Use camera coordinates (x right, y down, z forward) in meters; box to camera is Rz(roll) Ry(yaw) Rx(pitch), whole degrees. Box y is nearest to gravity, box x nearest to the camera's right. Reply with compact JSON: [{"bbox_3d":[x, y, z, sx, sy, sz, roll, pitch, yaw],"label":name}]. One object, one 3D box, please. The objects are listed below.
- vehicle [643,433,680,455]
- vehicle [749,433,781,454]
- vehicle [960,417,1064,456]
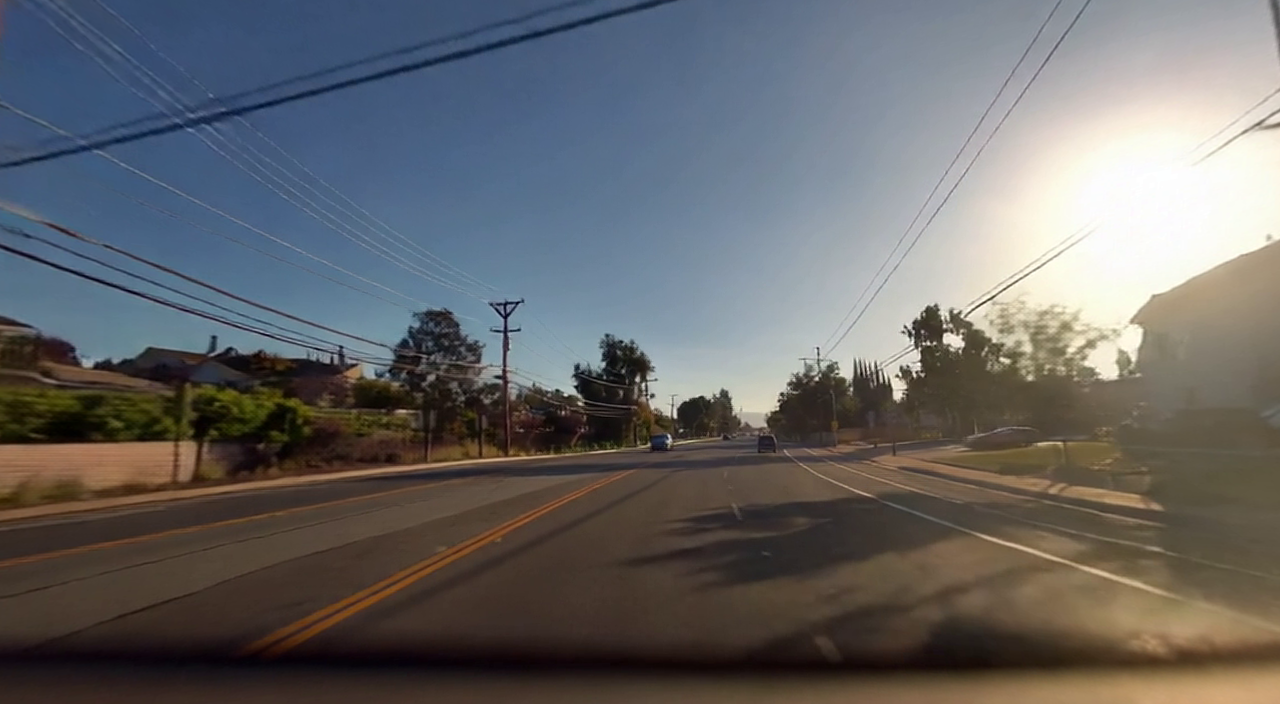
[{"bbox_3d":[1.609,6.635,45.527,1.974,1.479,4.392,-2,-9,12],"label":"vehicle"},{"bbox_3d":[9.017,6.640,45.694,1.982,1.451,4.152,-1,-9,7],"label":"vehicle"},{"bbox_3d":[20.826,4.766,35.350,4.687,1.805,2.130,-10,-12,34],"label":"vehicle"}]
